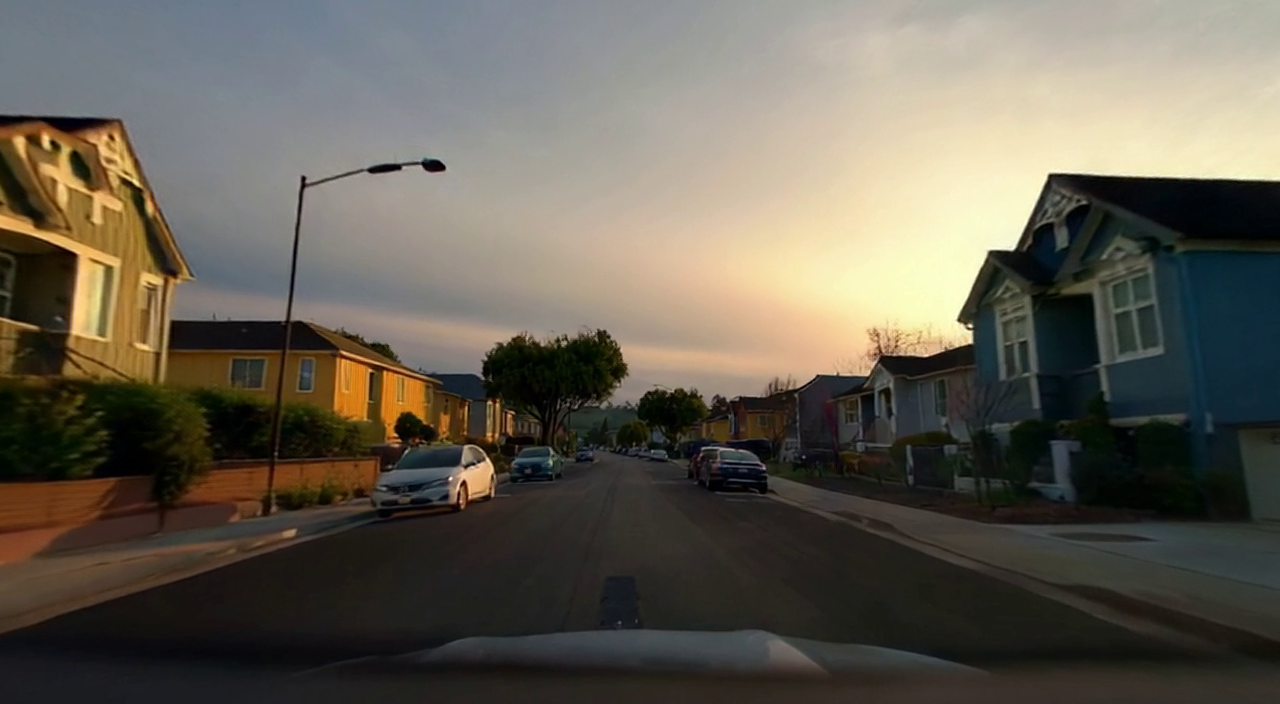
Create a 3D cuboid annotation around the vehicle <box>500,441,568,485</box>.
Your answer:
[{"bbox_3d":[-4.315,4.577,26.342,2.089,1.508,4.537,2,-7,-1],"label":"vehicle"}]

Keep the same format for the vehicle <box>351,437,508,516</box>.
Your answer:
[{"bbox_3d":[-4.542,2.738,14.623,2.020,1.470,5.300,0,-8,-2],"label":"vehicle"}]

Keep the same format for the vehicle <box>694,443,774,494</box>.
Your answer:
[{"bbox_3d":[3.008,3.817,21.100,1.888,1.484,4.476,0,-8,-1],"label":"vehicle"}]
